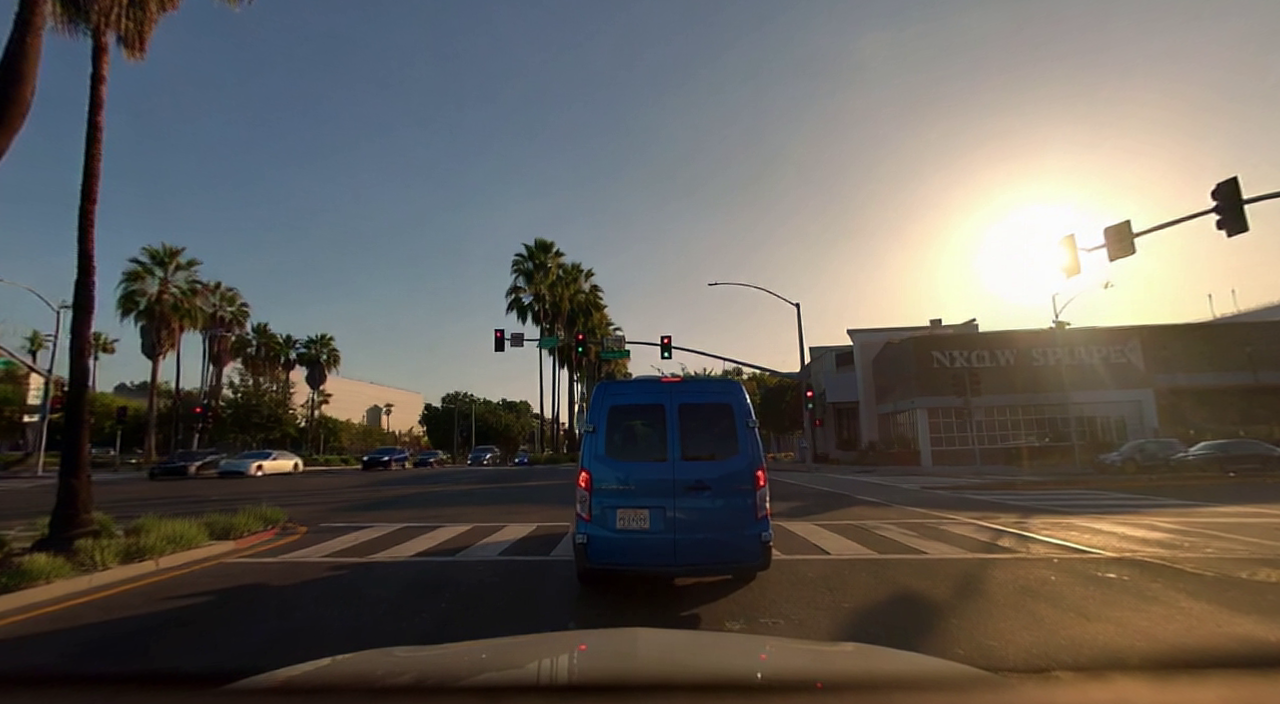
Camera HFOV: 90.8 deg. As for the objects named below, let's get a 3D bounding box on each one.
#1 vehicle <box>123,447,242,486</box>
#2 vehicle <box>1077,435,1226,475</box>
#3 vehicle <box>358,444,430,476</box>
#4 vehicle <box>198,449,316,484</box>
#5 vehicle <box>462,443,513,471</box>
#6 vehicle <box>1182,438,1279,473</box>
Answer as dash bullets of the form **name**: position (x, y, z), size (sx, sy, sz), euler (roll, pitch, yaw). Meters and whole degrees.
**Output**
- **vehicle**: position (-21.253, 5.296, 29.645), size (2.107, 1.642, 4.561), euler (0, -9, 1)
- **vehicle**: position (22.234, 4.488, 27.623), size (4.533, 1.676, 2.236), euler (0, -9, -1)
- **vehicle**: position (-13.868, 6.114, 35.918), size (2.074, 1.671, 4.755), euler (0, -9, 2)
- **vehicle**: position (-17.547, 5.268, 29.343), size (2.221, 1.449, 5.092), euler (0, -9, 1)
- **vehicle**: position (-9.709, 6.710, 40.632), size (2.074, 1.681, 4.417), euler (0, -9, 1)
- **vehicle**: position (27.392, 4.642, 28.465), size (4.625, 1.451, 1.801), euler (1, -9, -9)
